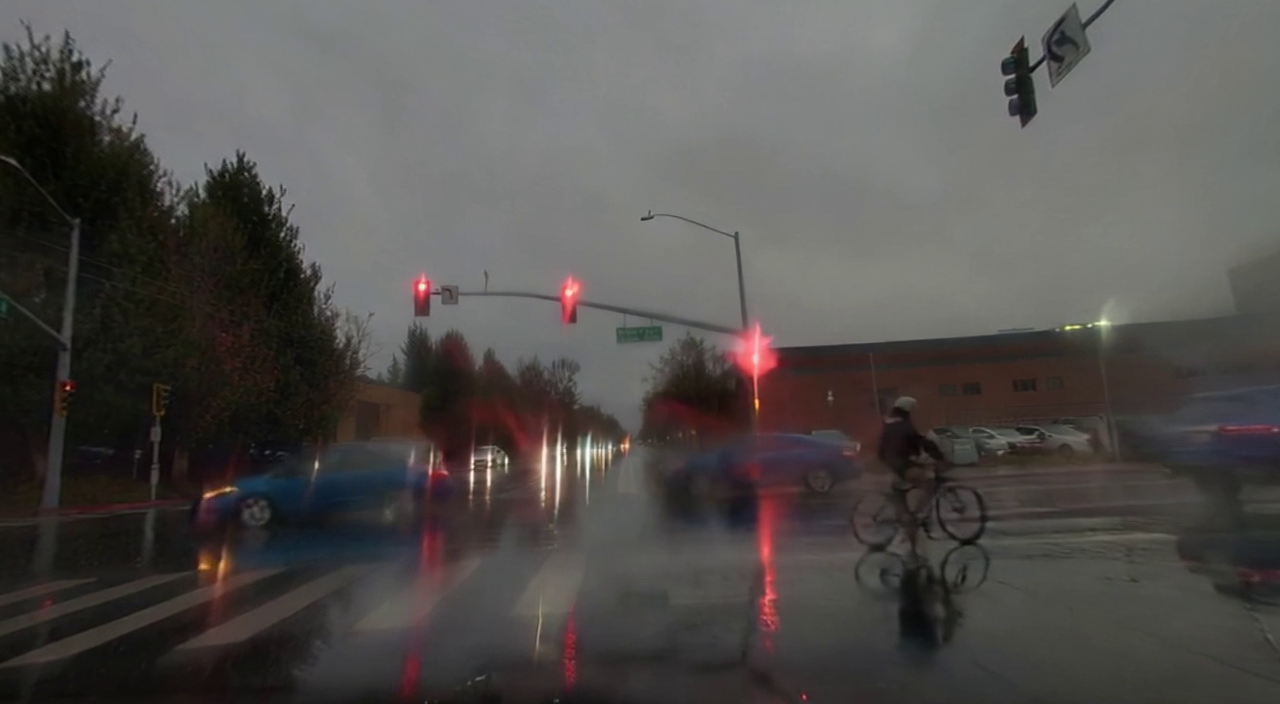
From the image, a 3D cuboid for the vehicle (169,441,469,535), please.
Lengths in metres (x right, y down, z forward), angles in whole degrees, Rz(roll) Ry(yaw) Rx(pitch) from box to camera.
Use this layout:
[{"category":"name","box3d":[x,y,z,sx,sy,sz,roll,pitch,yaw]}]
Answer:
[{"category":"vehicle","box3d":[-5.692,2.384,11.649,4.533,1.419,1.755,5,-10,-30]}]

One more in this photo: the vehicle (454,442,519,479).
[{"category":"vehicle","box3d":[-7.022,4.992,29.316,2.024,1.470,4.153,-3,-9,-1]}]

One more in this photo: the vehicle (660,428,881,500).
[{"category":"vehicle","box3d":[2.656,2.425,13.700,4.385,1.419,1.855,-1,-10,3]}]

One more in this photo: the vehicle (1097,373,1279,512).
[{"category":"vehicle","box3d":[10.149,1.252,9.234,5.122,1.781,2.098,-2,-9,3]}]
